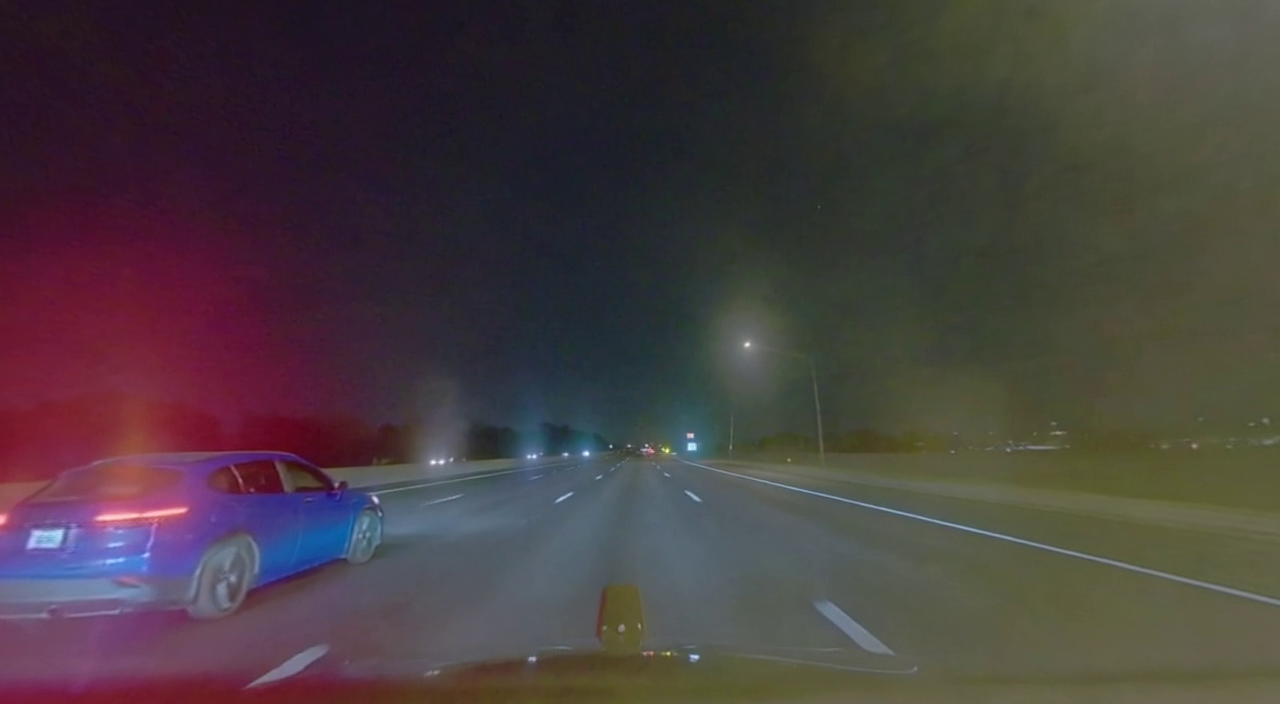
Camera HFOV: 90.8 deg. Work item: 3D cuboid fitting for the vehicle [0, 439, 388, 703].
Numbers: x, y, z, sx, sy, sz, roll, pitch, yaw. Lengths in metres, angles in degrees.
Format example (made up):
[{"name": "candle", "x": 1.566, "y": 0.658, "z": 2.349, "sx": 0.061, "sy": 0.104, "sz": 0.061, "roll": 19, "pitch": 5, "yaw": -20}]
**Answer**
[{"name": "vehicle", "x": -3.926, "y": 1.516, "z": 5.352, "sx": 1.935, "sy": 1.479, "sz": 3.787, "roll": 0, "pitch": -9, "yaw": 1}]
